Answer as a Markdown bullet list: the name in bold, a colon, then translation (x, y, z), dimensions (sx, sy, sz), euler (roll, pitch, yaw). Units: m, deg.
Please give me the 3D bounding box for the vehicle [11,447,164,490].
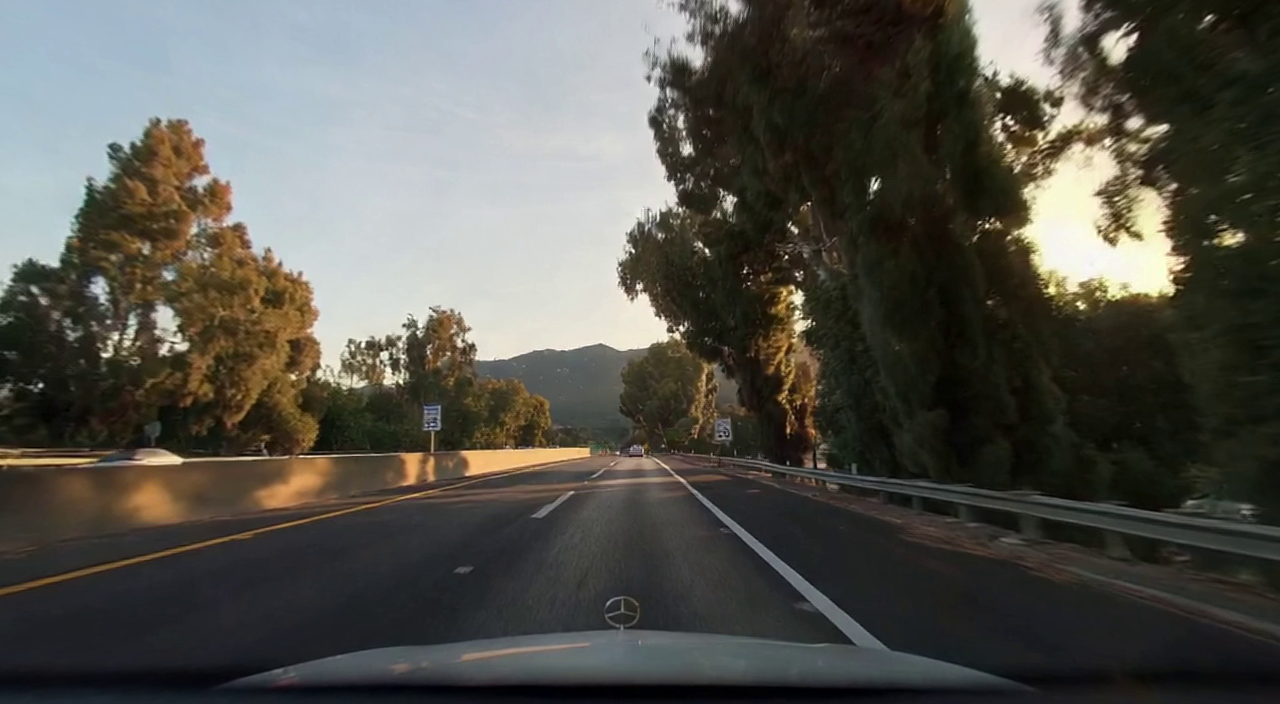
- **vehicle**: translation (-21.097, 4.444, 24.448), dimensions (1.815, 1.478, 4.537), euler (0, -9, 0)
